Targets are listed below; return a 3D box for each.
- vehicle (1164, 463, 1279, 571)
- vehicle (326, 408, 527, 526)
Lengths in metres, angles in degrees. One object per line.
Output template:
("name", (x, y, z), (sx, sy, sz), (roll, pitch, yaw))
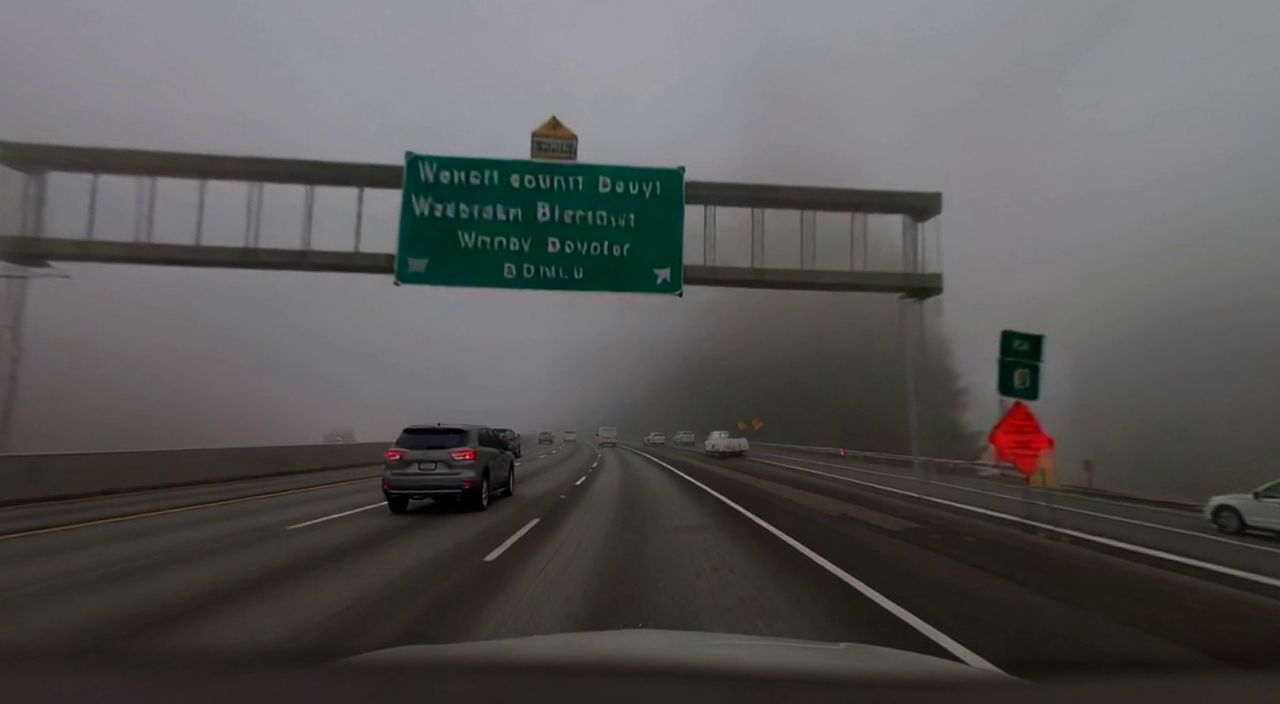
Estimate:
("vehicle", (13.391, 3.145, 11.652), (2.179, 1.976, 5.545), (1, -8, -5))
("vehicle", (-3.708, 2.120, 12.120), (2.142, 1.789, 5.009), (0, -8, 0))
